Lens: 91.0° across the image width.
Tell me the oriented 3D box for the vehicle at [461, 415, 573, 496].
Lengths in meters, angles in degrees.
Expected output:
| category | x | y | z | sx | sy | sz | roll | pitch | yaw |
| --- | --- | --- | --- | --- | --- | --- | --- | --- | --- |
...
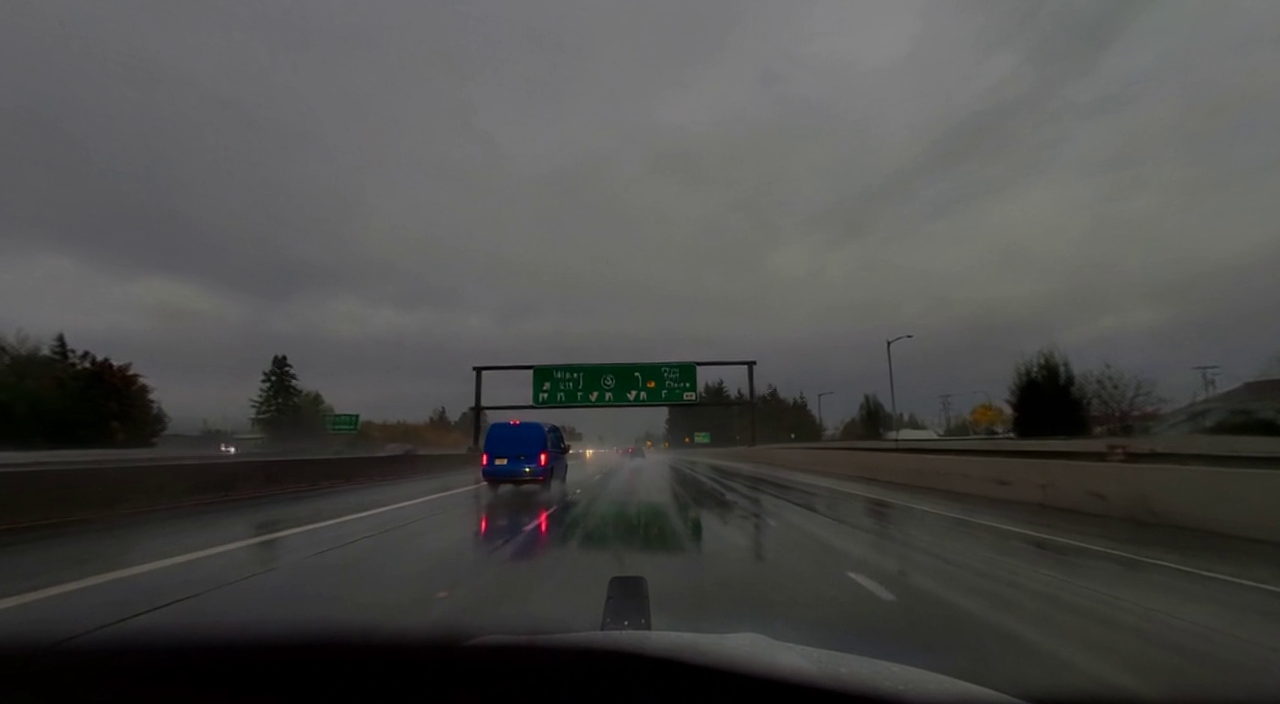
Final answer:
| category | x | y | z | sx | sy | sz | roll | pitch | yaw |
| --- | --- | --- | --- | --- | --- | --- | --- | --- | --- |
| vehicle | -3.369 | 2.953 | 18.311 | 2.281 | 2.025 | 4.586 | 0 | -8 | 0 |
